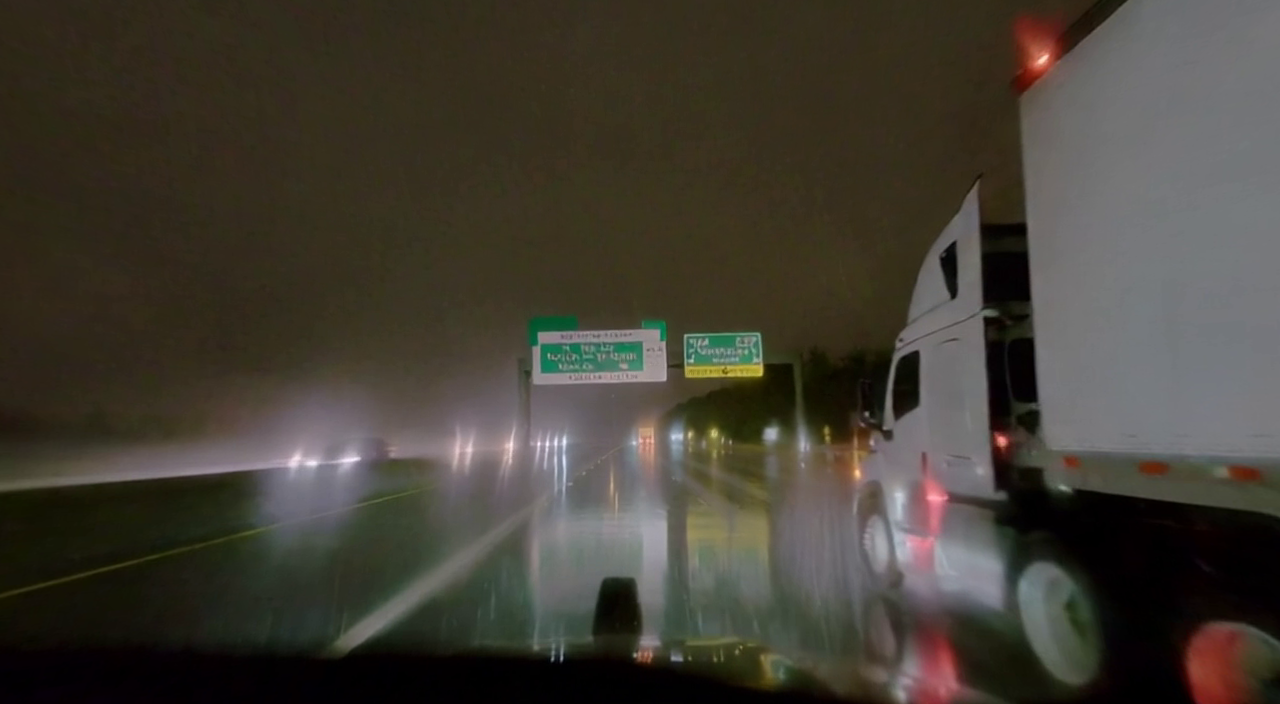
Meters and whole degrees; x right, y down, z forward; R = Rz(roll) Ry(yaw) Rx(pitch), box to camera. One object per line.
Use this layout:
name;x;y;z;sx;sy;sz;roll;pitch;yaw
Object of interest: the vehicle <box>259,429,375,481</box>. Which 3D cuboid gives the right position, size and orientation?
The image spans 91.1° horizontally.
vehicle;-12.489;3.982;24.734;2.065;1.794;4.794;0;-8;-1
